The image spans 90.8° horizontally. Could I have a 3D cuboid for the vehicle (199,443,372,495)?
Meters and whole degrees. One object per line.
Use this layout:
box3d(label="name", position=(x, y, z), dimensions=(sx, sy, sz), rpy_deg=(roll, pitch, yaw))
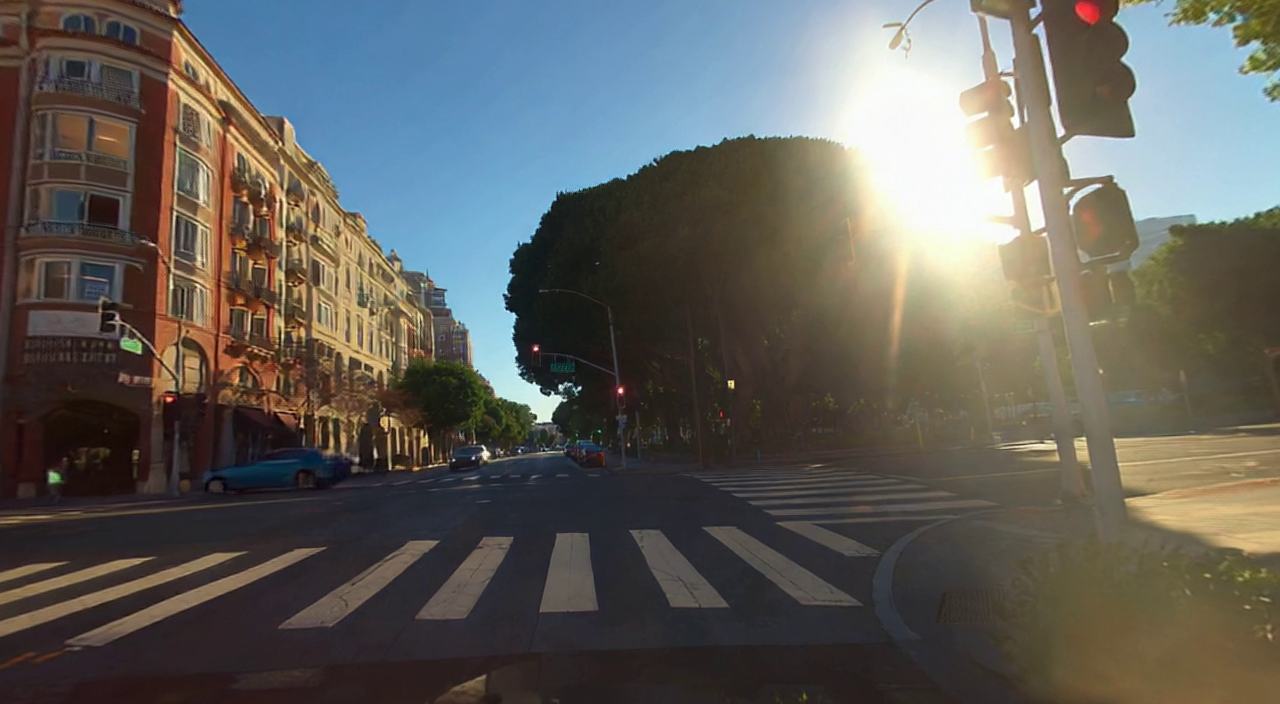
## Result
box3d(label="vehicle", position=(-11.847, 3.934, 21.450), dimensions=(4.626, 1.636, 2.004), rpy_deg=(1, -8, -7))

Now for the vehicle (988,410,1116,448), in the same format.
box3d(label="vehicle", position=(16.961, 3.203, 26.064), dimensions=(4.320, 1.456, 1.803), rpy_deg=(2, -9, -12))

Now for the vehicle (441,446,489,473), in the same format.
box3d(label="vehicle", position=(-10.492, 6.464, 38.154), dimensions=(2.196, 1.503, 4.371), rpy_deg=(1, -9, -8))
